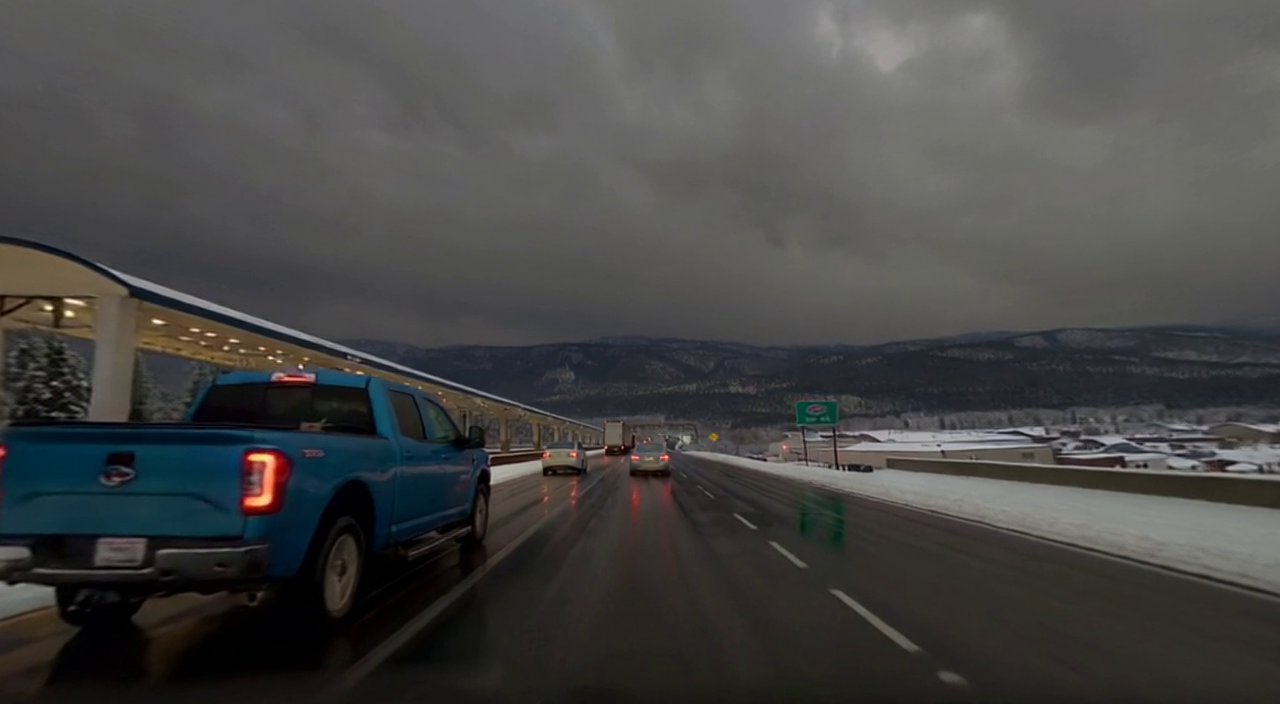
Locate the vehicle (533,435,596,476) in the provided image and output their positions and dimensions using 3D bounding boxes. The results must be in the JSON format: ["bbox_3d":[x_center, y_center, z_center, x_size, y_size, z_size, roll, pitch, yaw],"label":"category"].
[{"bbox_3d":[-3.225,4.546,27.907,2.151,1.613,4.786,0,-8,1],"label":"vehicle"}]

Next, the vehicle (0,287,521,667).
[{"bbox_3d":[-3.455,1.182,7.165,2.733,2.230,6.820,0,-8,1],"label":"vehicle"}]

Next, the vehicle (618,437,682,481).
[{"bbox_3d":[0.349,3.991,23.724,2.171,1.493,4.081,0,-8,0],"label":"vehicle"}]
